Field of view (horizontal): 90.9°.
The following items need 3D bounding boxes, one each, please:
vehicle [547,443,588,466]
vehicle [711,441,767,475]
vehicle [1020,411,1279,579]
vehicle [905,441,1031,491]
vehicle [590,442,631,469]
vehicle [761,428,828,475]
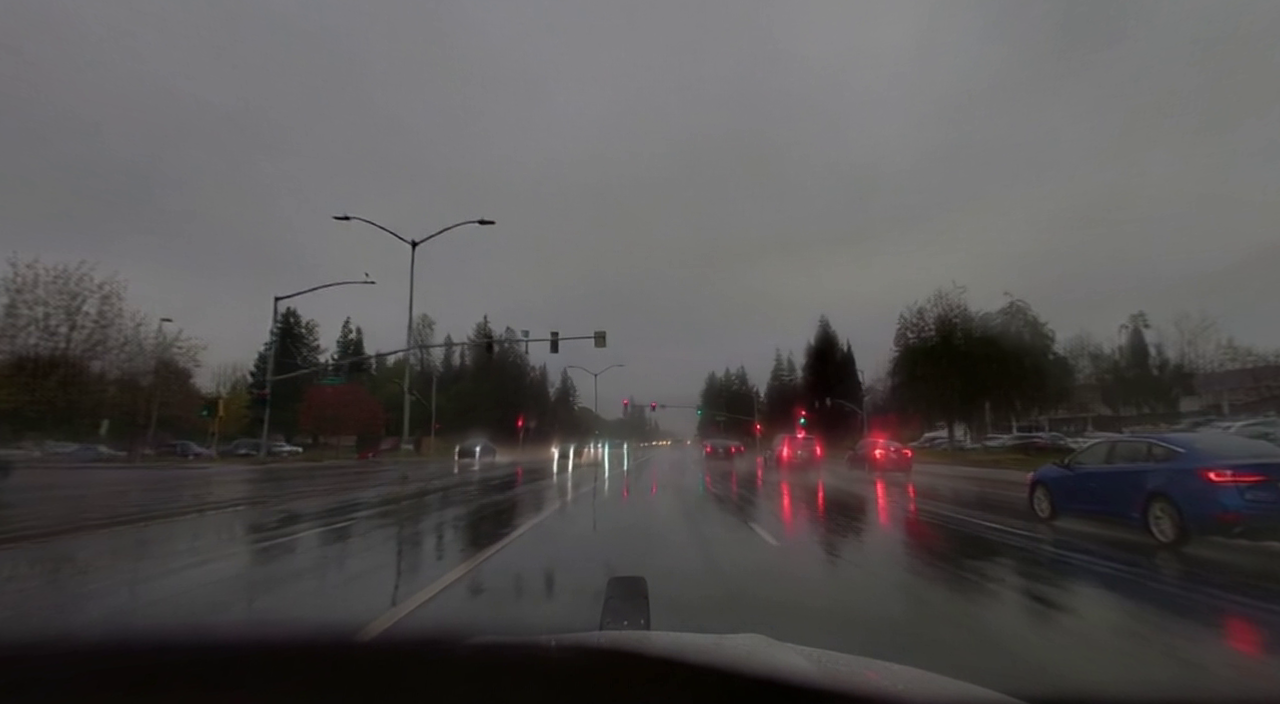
[{"bbox_3d":[-4.978,7.084,43.848,2.004,1.529,4.319,-1,-8,4],"label":"vehicle"},{"bbox_3d":[4.947,5.362,32.244,2.292,1.563,4.734,0,-8,2],"label":"vehicle"},{"bbox_3d":[7.385,1.677,8.301,2.051,1.620,4.702,-1,-8,4],"label":"vehicle"},{"bbox_3d":[11.205,3.894,21.987,1.963,1.513,4.600,0,-8,1],"label":"vehicle"},{"bbox_3d":[-1.729,6.192,38.046,1.958,1.542,4.175,-1,-8,5],"label":"vehicle"},{"bbox_3d":[7.735,5.041,32.149,2.186,2.202,5.426,0,-8,2],"label":"vehicle"}]
